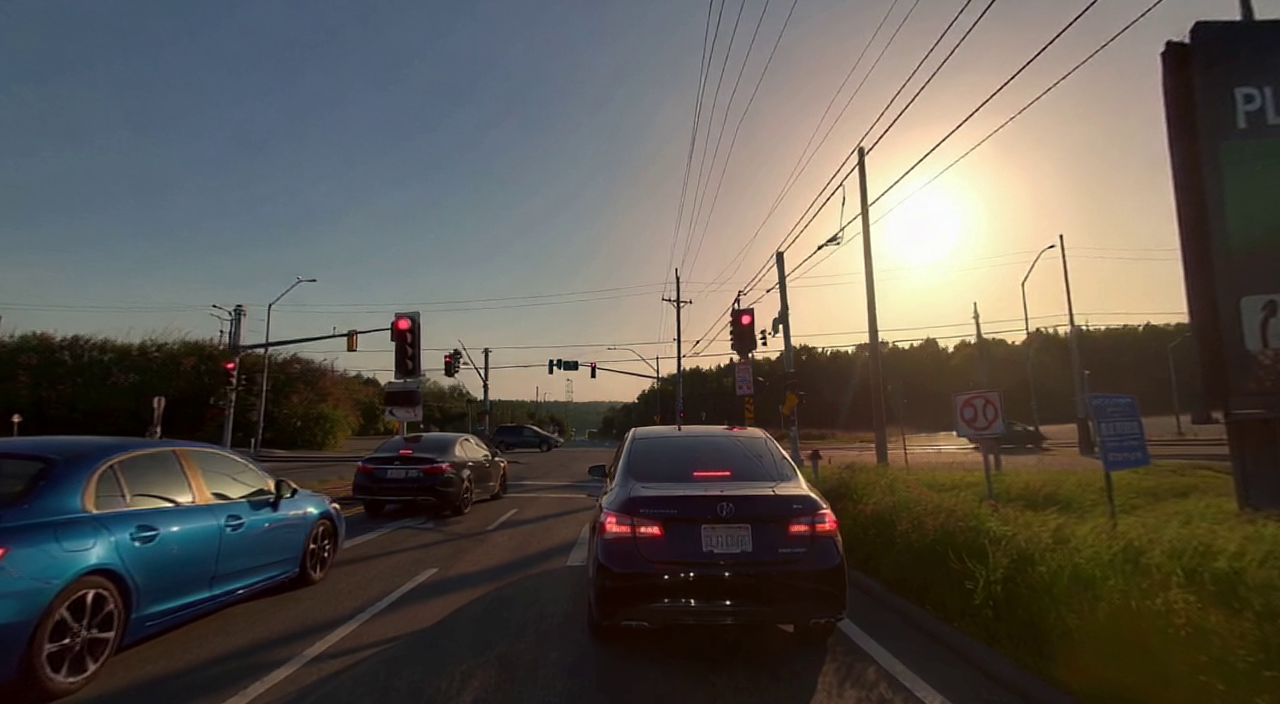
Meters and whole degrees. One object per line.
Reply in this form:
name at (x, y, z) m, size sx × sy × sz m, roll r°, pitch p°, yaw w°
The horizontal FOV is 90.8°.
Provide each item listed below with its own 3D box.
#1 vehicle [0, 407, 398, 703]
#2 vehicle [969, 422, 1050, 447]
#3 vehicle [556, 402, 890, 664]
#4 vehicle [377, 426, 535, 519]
vehicle at (-3.710, 1.294, 4.828) m, size 1.956 × 1.468 × 4.585 m, roll 0°, pitch -8°, yaw -1°
vehicle at (27.165, 6.135, 46.593) m, size 4.544 × 1.762 × 2.272 m, roll 0°, pitch -9°, yaw -1°
vehicle at (0.397, 1.363, 5.811) m, size 1.998 × 1.529 × 3.960 m, roll 0°, pitch -8°, yaw -3°
vehicle at (-3.371, 2.288, 12.484) m, size 1.984 × 1.505 × 4.047 m, roll 0°, pitch -8°, yaw -2°
